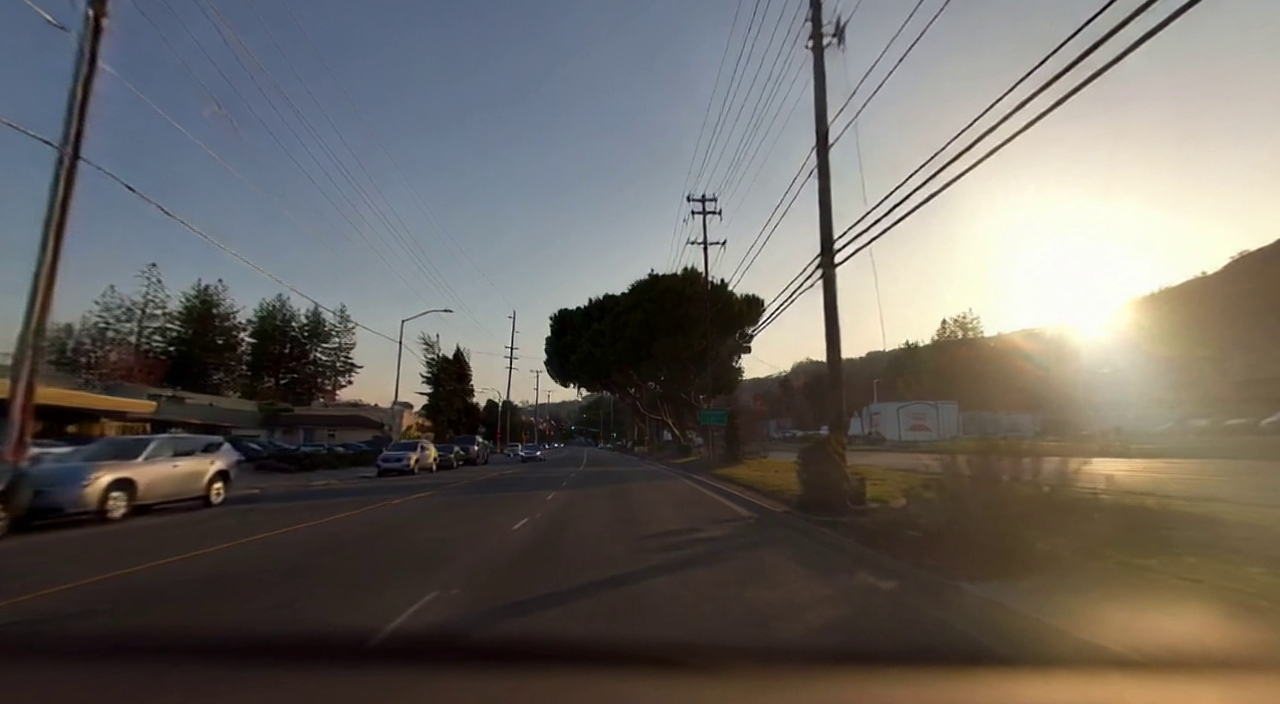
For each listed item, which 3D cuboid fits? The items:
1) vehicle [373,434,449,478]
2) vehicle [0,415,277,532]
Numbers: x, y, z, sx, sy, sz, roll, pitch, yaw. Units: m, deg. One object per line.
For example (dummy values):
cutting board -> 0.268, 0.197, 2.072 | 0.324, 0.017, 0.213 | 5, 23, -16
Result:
vehicle -> -10.570, 4.839, 29.614 | 2.016, 1.872, 5.297 | 1, -9, -6
vehicle -> -9.666, 2.296, 12.555 | 1.983, 1.799, 5.276 | 1, -9, -3
